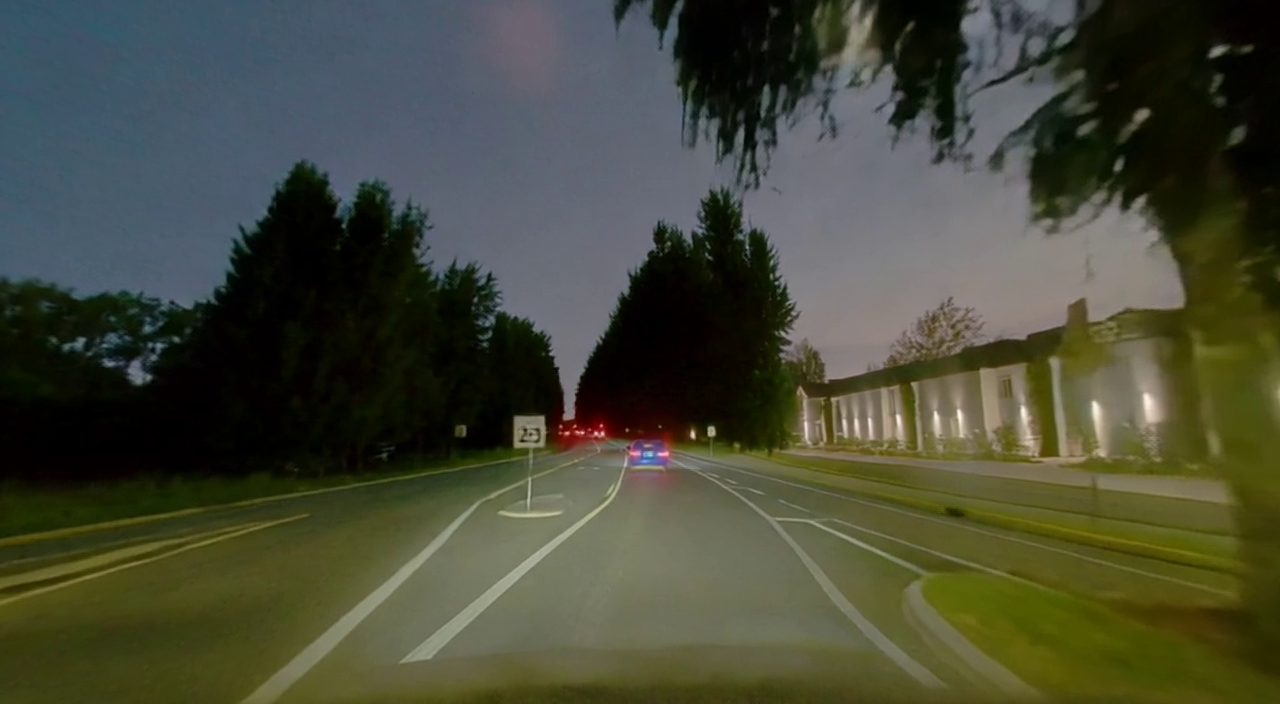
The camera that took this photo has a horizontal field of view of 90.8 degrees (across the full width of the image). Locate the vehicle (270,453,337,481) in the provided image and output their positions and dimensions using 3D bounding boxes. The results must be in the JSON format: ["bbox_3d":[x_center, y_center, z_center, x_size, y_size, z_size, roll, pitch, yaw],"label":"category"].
[{"bbox_3d":[-19.661,6.725,37.138,1.792,1.471,4.511,2,-9,-6],"label":"vehicle"}]

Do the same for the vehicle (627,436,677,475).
[{"bbox_3d":[0.490,4.930,30.269,2.216,1.708,4.110,0,-9,-1],"label":"vehicle"}]
